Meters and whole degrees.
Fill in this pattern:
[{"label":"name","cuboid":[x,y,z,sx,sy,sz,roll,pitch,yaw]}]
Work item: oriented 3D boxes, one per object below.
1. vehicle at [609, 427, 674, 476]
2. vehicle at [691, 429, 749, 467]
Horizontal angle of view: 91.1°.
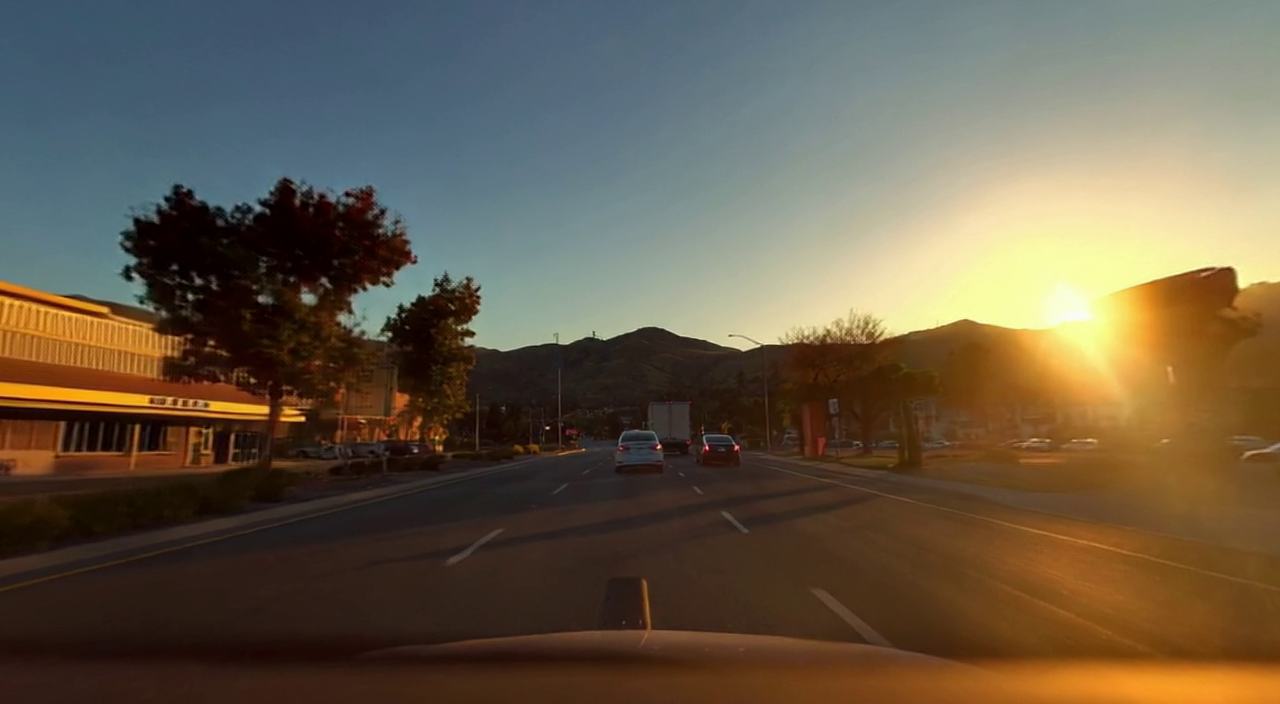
[{"label":"vehicle","cuboid":[0.006,3.686,23.362,2.193,1.651,3.946,0,-8,-1]},{"label":"vehicle","cuboid":[3.713,4.563,30.010,2.088,1.655,4.360,0,-8,-1]}]
